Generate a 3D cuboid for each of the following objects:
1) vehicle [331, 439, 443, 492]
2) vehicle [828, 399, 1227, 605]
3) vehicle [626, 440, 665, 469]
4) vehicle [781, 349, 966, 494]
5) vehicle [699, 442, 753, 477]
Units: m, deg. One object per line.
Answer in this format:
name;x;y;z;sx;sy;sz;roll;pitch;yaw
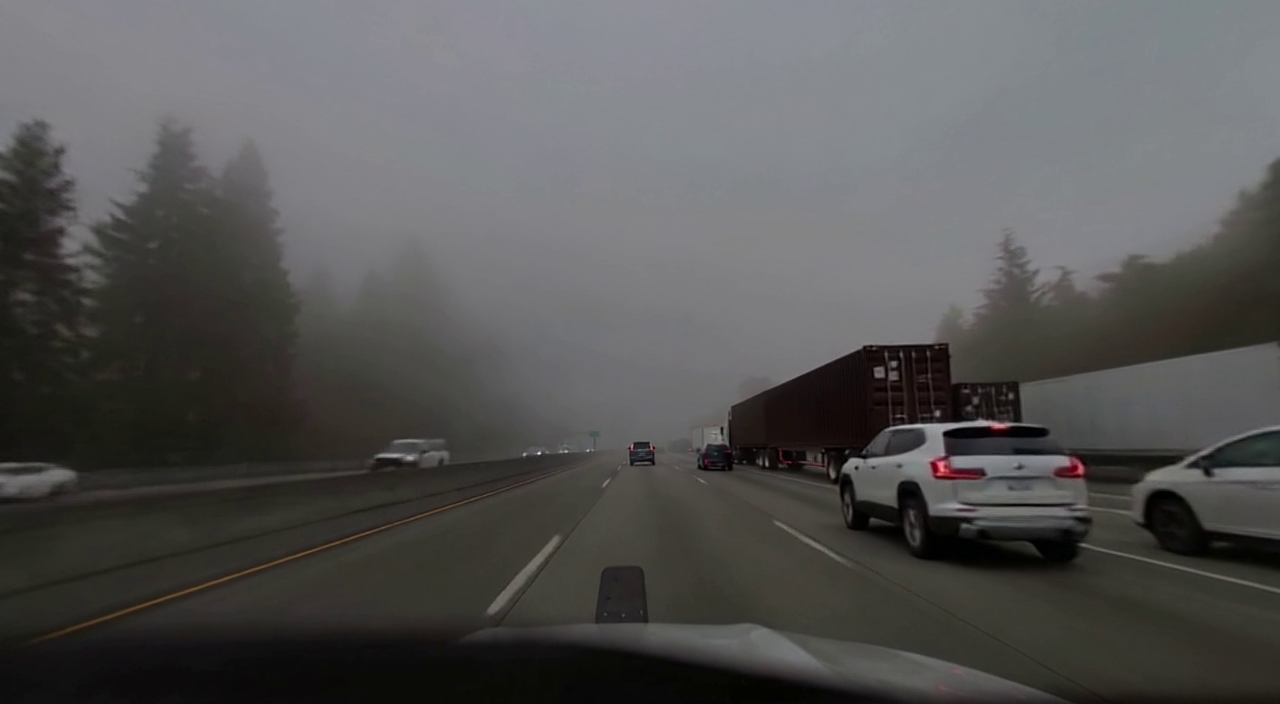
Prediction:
vehicle;-9.556;4.286;24.229;2.273;1.821;4.811;0;-8;1
vehicle;3.849;1.540;7.347;1.972;1.693;4.139;0;-8;-1
vehicle;0.357;6.482;40.084;2.313;1.736;4.215;0;-8;1
vehicle;7.491;2.573;22.033;2.784;4.002;9.298;0;-8;0
vehicle;3.938;5.006;29.550;1.888;1.501;4.608;0;-8;0
